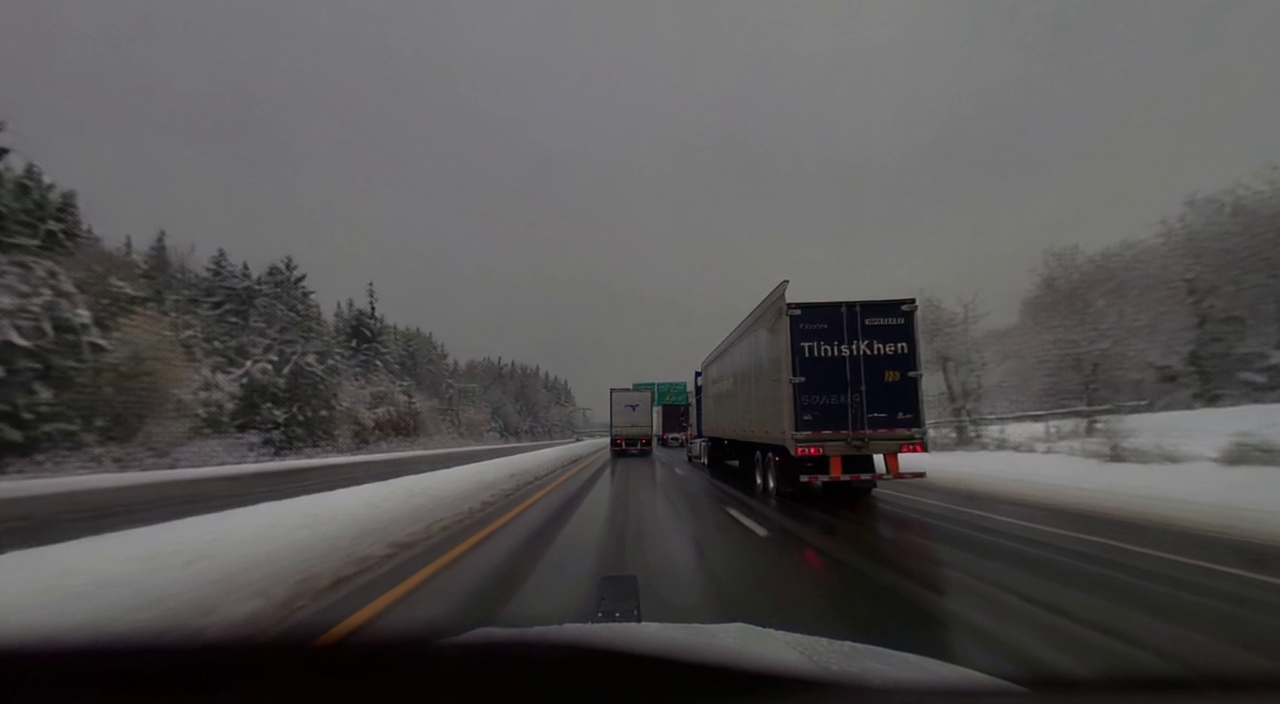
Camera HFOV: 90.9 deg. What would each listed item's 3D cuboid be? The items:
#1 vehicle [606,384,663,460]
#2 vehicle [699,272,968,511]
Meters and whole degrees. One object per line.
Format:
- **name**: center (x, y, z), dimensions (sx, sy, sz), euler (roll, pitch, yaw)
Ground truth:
- **vehicle**: center (-0.347, 4.322, 37.728), dimensions (2.958, 3.917, 10.196), euler (0, -8, -1)
- **vehicle**: center (3.988, 1.613, 18.125), dimensions (2.856, 4.145, 14.500), euler (0, -8, -1)
